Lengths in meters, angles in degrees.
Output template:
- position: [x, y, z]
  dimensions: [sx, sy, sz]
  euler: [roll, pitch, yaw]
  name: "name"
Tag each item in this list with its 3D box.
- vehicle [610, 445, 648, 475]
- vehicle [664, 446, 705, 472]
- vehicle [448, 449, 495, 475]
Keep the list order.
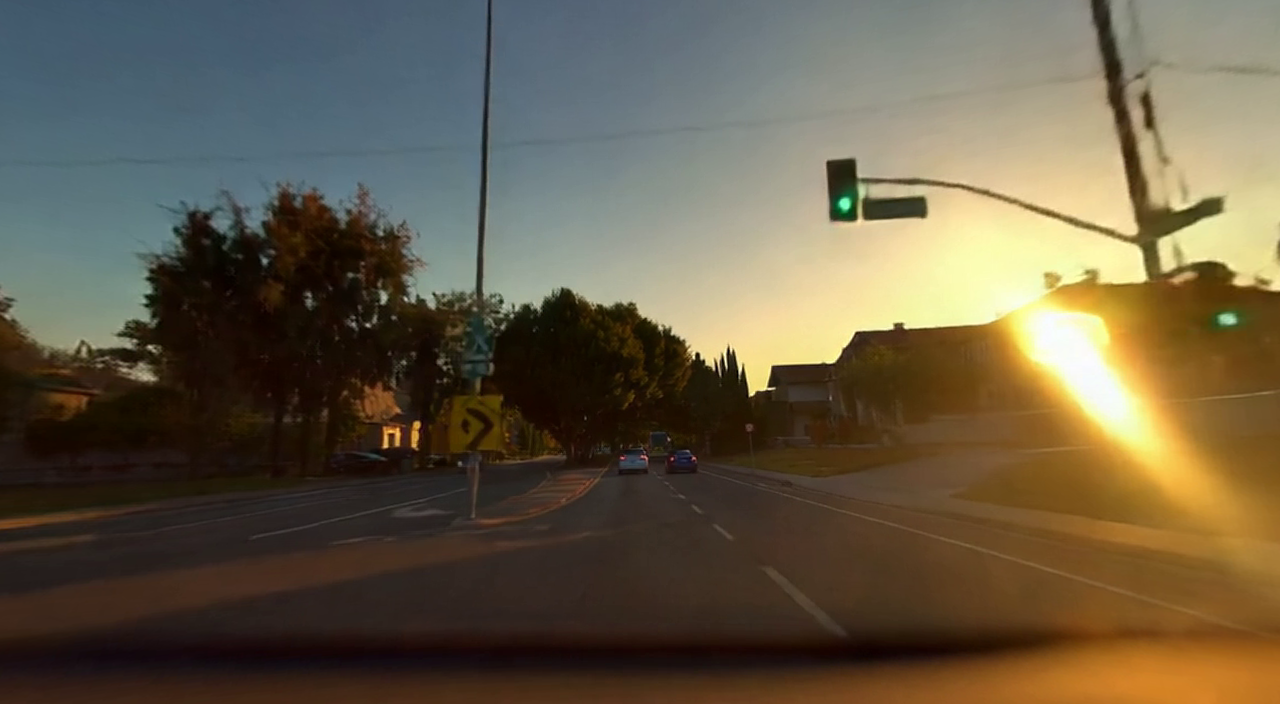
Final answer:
- position: [-0.611, 5.985, 35.230]
  dimensions: [2.018, 1.511, 3.993]
  euler: [0, -9, -1]
  name: "vehicle"
- position: [2.689, 6.572, 39.047]
  dimensions: [2.057, 1.496, 4.401]
  euler: [0, -9, -2]
  name: "vehicle"
- position: [-11.832, 7.723, 44.592]
  dimensions: [2.107, 1.684, 4.707]
  euler: [0, -9, -1]
  name: "vehicle"
